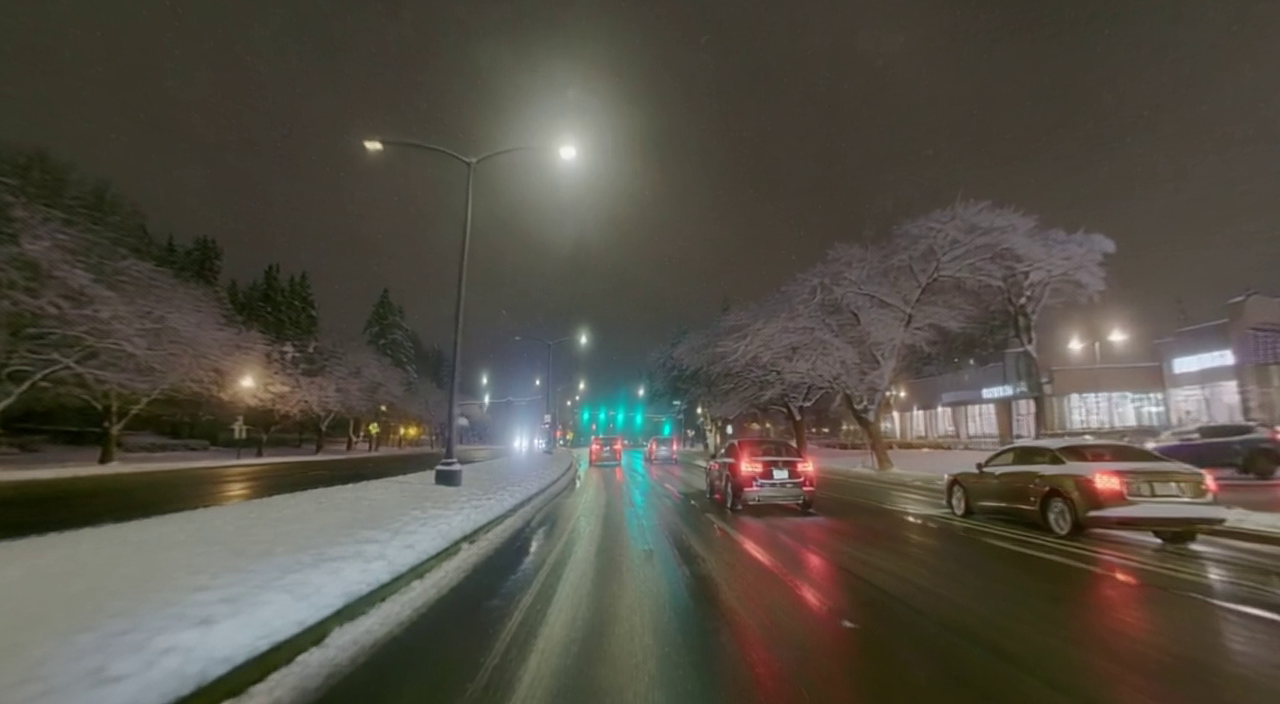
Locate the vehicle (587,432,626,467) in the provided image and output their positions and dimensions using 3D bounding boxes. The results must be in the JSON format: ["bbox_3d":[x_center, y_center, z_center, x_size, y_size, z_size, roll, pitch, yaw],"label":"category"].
[{"bbox_3d":[-1.897,5.441,35.202,2.051,1.798,4.168,1,-8,-4],"label":"vehicle"}]

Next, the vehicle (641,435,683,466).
[{"bbox_3d":[1.249,5.867,37.715,2.000,1.745,4.206,1,-8,-5],"label":"vehicle"}]

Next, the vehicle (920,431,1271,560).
[{"bbox_3d":[6.228,1.966,9.433,1.917,1.457,4.274,1,-8,-3],"label":"vehicle"}]

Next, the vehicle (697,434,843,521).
[{"bbox_3d":[2.411,2.443,12.872,1.883,1.452,4.258,1,-8,-3],"label":"vehicle"}]
